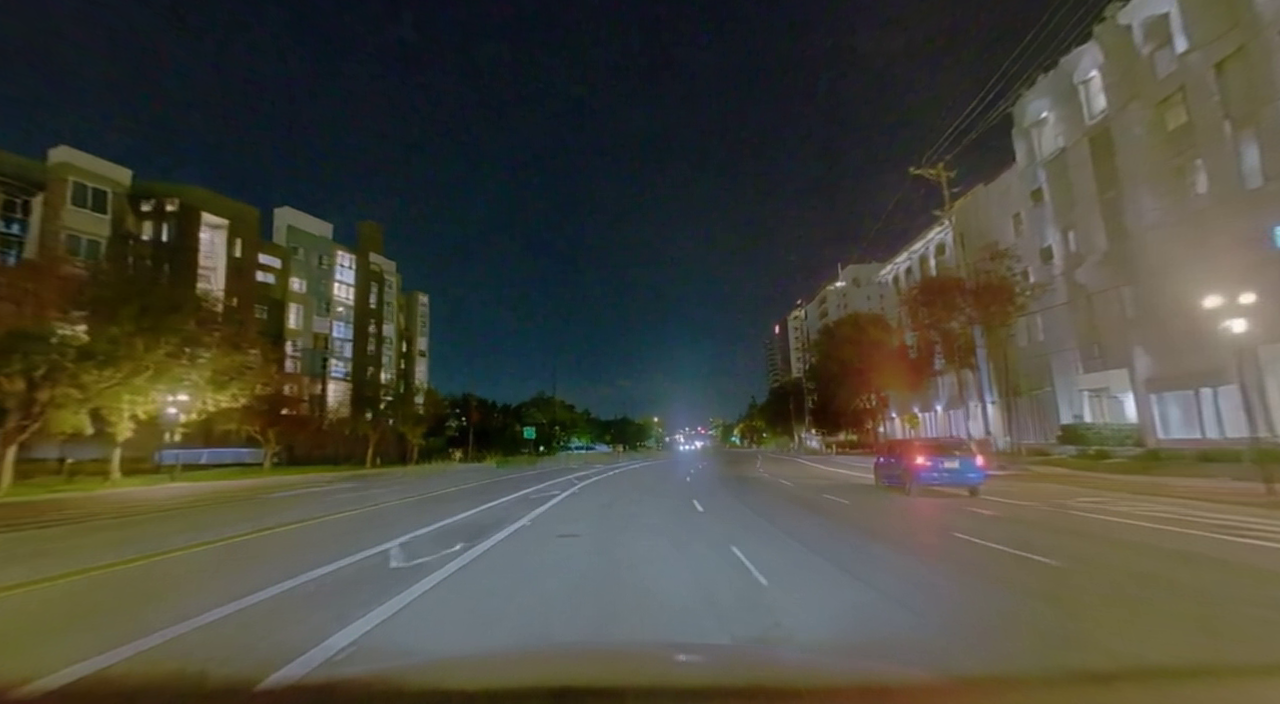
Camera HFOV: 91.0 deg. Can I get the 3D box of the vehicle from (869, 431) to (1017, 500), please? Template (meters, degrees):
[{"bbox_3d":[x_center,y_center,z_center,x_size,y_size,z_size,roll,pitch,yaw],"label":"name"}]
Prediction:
[{"bbox_3d":[7.296,2.753,15.653,1.908,1.476,3.880,-1,-9,3],"label":"vehicle"}]
